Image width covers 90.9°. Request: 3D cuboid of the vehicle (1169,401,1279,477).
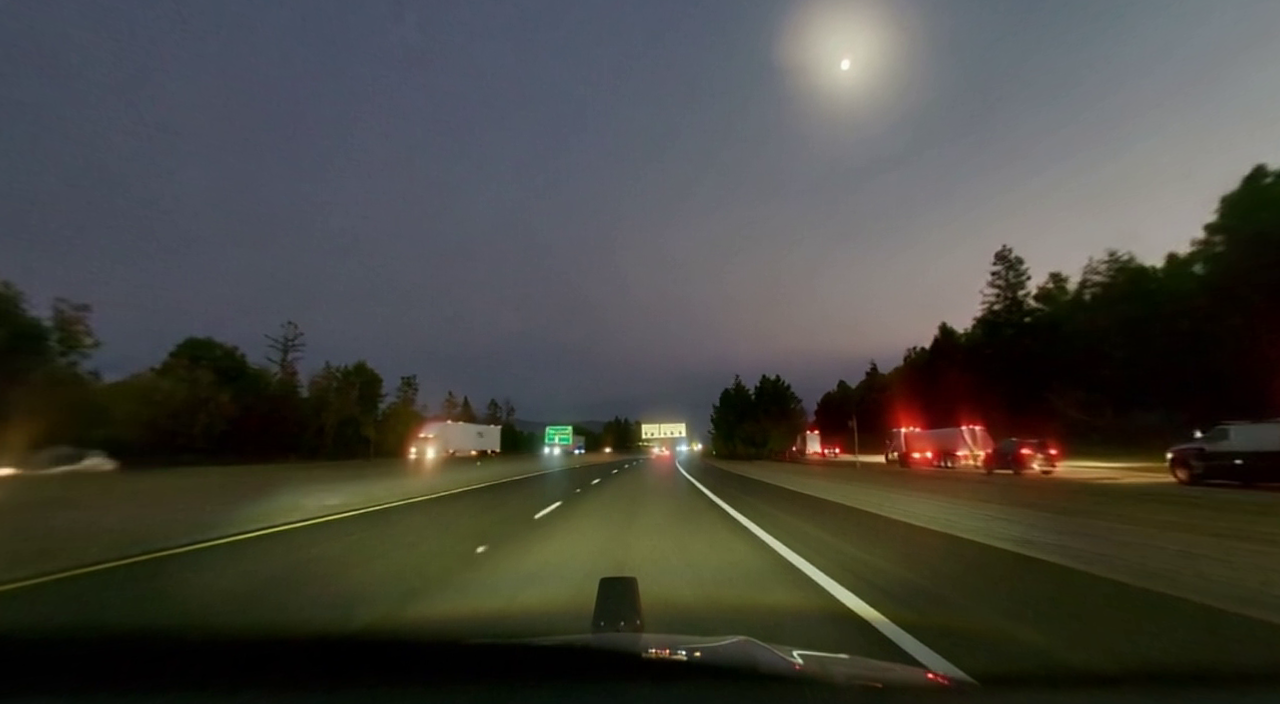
[{"bbox_3d":[36.946,4.834,35.362,2.915,4.160,14.848,-4,-10,6],"label":"vehicle"}]
